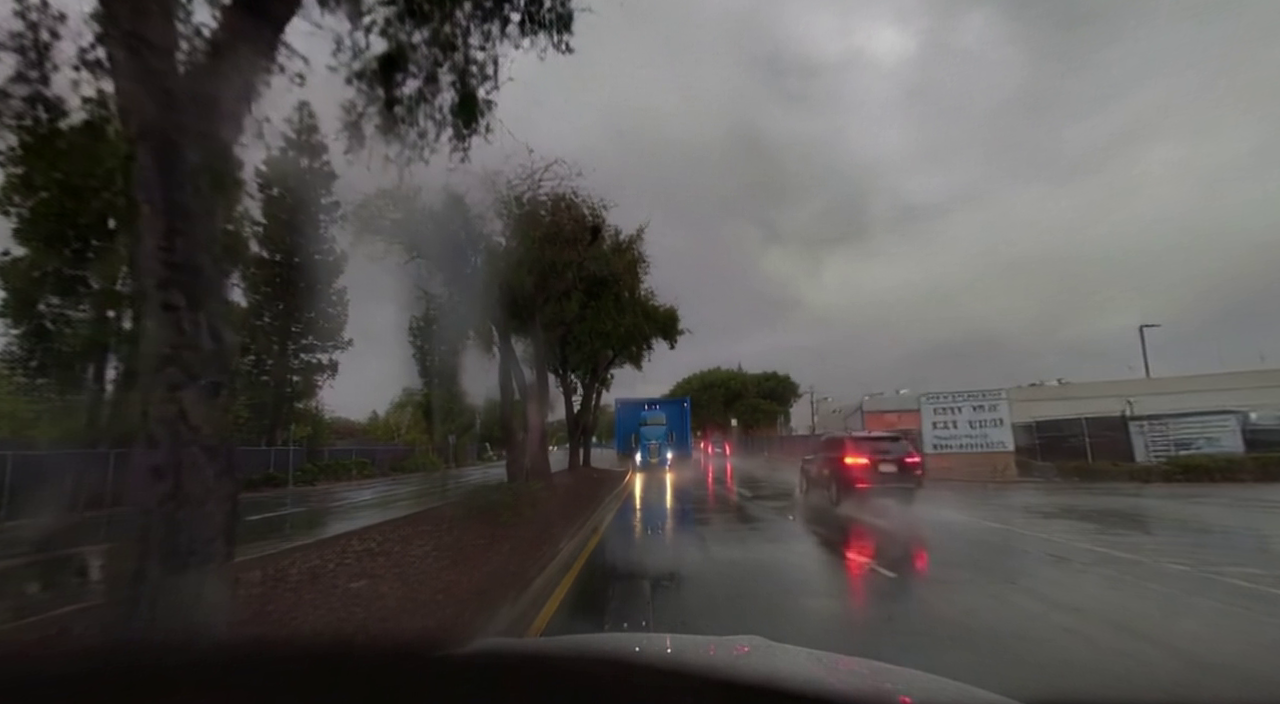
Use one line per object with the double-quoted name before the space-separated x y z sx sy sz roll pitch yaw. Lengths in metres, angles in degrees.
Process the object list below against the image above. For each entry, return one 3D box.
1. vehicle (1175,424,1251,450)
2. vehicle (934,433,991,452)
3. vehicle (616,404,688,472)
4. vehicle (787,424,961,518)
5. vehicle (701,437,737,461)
"vehicle" 43.801 6.528 48.370 2.050 1.801 5.143 -5 -8 15
"vehicle" 23.614 6.669 46.200 3.251 1.321 1.555 -1 -8 0
"vehicle" 0.643 4.343 31.662 3.197 2.963 7.055 0 -8 2
"vehicle" 4.708 2.462 13.576 2.076 1.661 4.524 0 -8 1
"vehicle" 5.729 7.103 46.257 2.151 1.662 4.543 0 -8 0
